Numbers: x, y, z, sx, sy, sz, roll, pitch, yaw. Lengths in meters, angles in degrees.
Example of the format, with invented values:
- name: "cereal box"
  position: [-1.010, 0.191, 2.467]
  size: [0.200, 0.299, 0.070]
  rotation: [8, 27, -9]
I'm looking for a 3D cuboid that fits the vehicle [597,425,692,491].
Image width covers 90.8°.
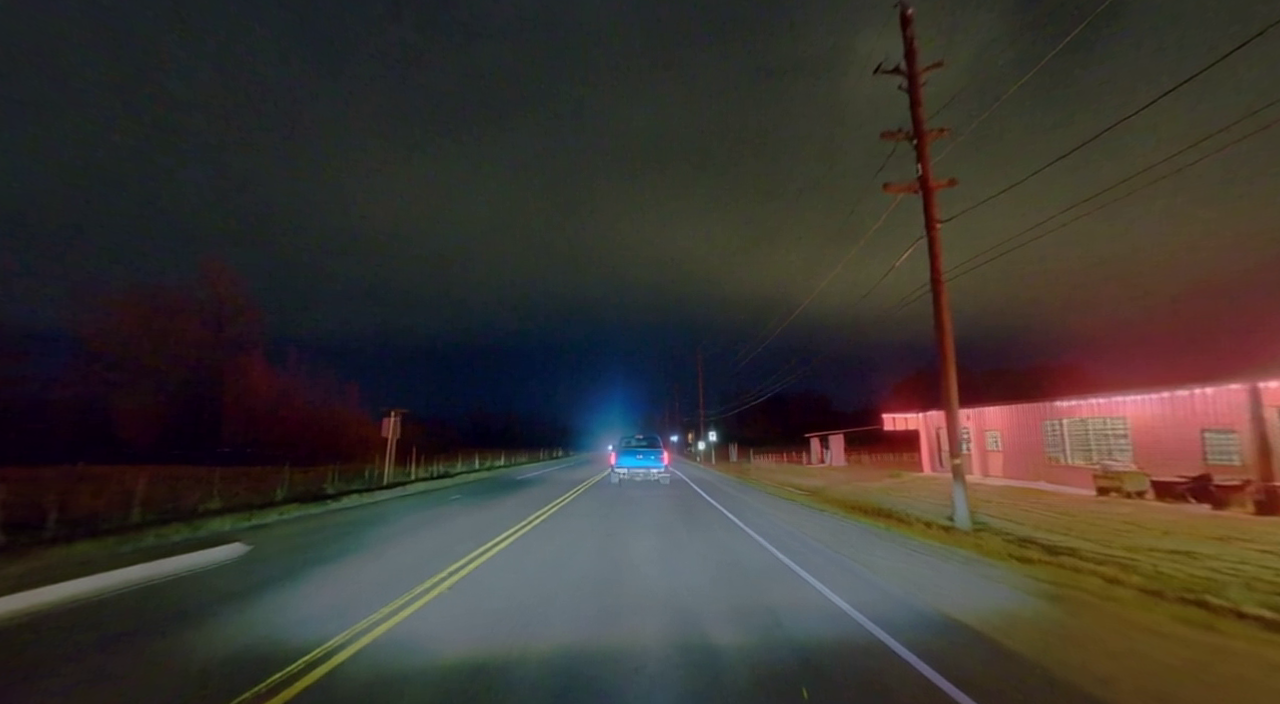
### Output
- name: "vehicle"
  position: [0.098, 3.837, 23.246]
  size: [2.921, 2.031, 7.416]
  rotation: [0, -9, -1]
